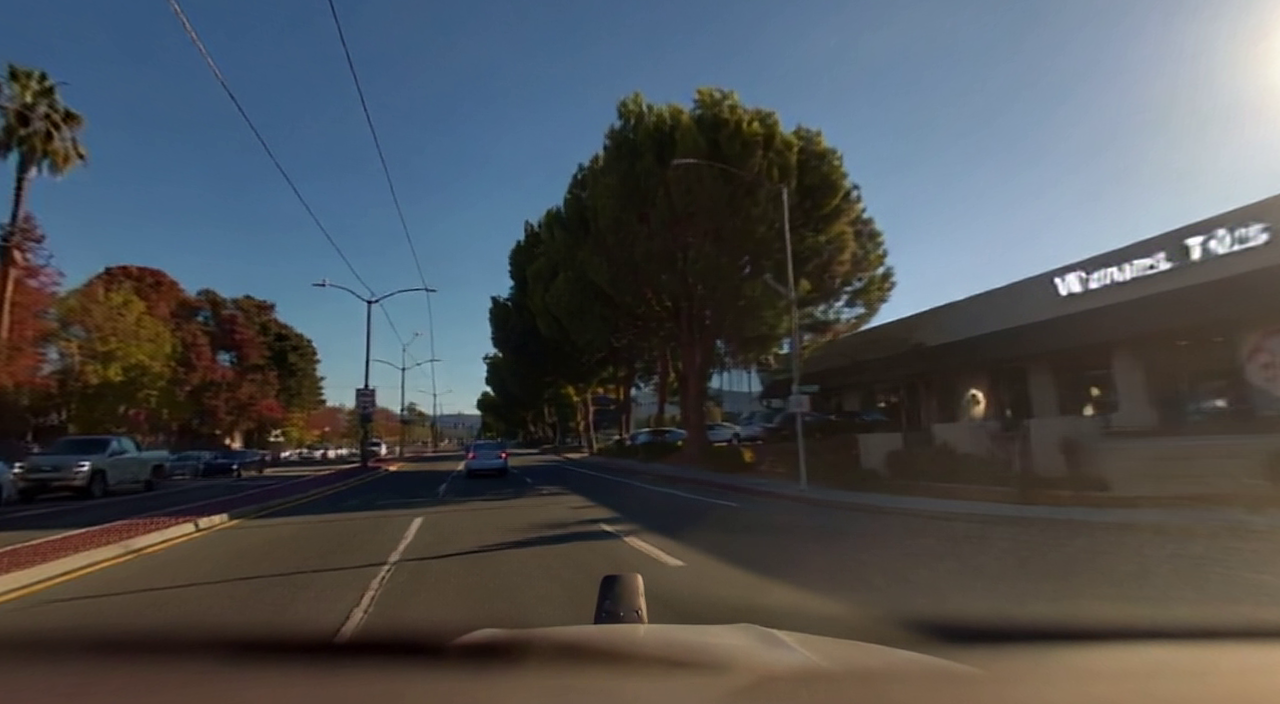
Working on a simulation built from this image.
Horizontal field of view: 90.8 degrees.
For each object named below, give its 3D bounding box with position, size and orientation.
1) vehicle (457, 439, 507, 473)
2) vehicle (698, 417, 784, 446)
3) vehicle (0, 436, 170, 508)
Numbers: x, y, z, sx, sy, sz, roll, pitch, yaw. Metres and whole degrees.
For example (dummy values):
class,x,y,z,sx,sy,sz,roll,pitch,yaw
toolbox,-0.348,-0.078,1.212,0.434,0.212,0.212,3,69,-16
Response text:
class,x,y,z,sx,sy,sz,roll,pitch,yaw
vehicle,-8.253,5.334,32.692,2.197,1.642,4.312,3,-9,-17
vehicle,6.351,5.061,39.868,4.851,1.737,2.189,3,-9,-18
vehicle,-15.932,3.324,18.044,2.275,1.752,4.858,2,-9,-15
